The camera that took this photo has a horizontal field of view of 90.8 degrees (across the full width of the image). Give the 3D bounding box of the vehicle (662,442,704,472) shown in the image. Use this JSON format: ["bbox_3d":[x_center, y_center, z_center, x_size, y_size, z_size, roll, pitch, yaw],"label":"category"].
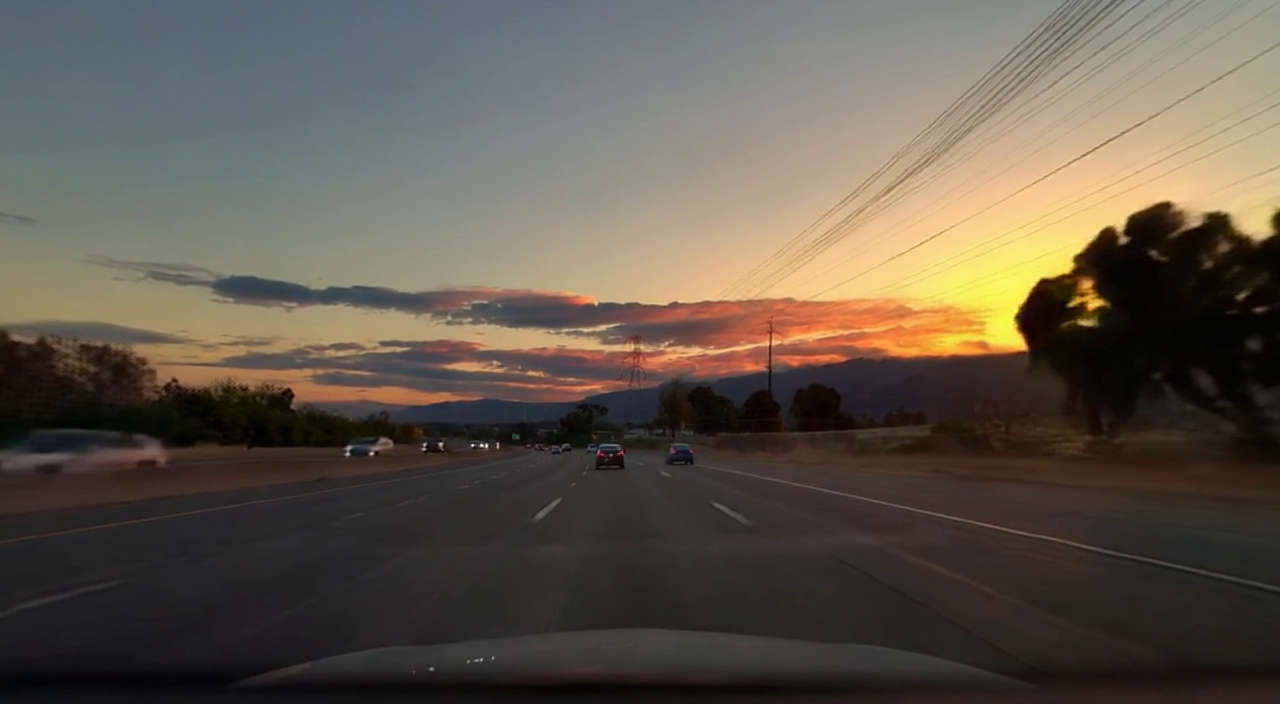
[{"bbox_3d":[2.306,5.745,34.726,1.789,1.503,3.897,1,-8,-4],"label":"vehicle"}]

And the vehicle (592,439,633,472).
[{"bbox_3d":[-1.579,5.746,35.240,2.188,1.714,3.921,1,-8,-4],"label":"vehicle"}]

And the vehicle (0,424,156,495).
[{"bbox_3d":[-14.570,2.573,15.375,1.890,1.507,4.764,0,-8,-2],"label":"vehicle"}]

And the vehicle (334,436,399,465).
[{"bbox_3d":[-15.511,5.624,36.073,1.915,1.521,4.350,1,-9,-3],"label":"vehicle"}]
